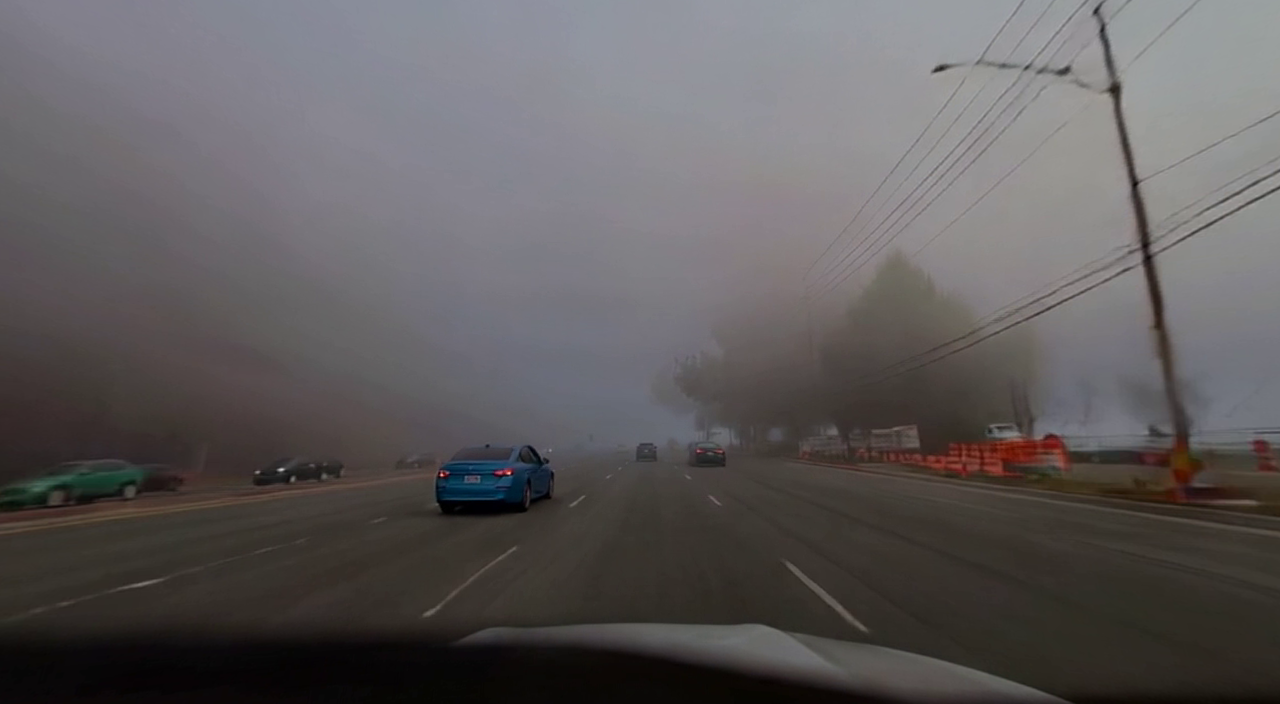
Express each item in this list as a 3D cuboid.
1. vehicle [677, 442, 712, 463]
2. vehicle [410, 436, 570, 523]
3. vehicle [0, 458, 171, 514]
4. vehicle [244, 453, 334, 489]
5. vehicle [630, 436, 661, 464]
[{"bbox_3d":[3.900,7.248,45.638,2.142,1.475,4.565,0,-8,0],"label":"vehicle"},{"bbox_3d":[-2.861,2.567,13.350,2.087,1.480,4.825,0,-8,2],"label":"vehicle"},{"bbox_3d":[-18.047,4.240,20.496,1.945,1.511,4.458,-1,-9,5],"label":"vehicle"},{"bbox_3d":[-16.662,5.649,30.175,1.879,1.545,3.943,-1,-9,3],"label":"vehicle"},{"bbox_3d":[0.380,6.792,43.714,2.060,1.845,4.151,0,-8,0],"label":"vehicle"}]
